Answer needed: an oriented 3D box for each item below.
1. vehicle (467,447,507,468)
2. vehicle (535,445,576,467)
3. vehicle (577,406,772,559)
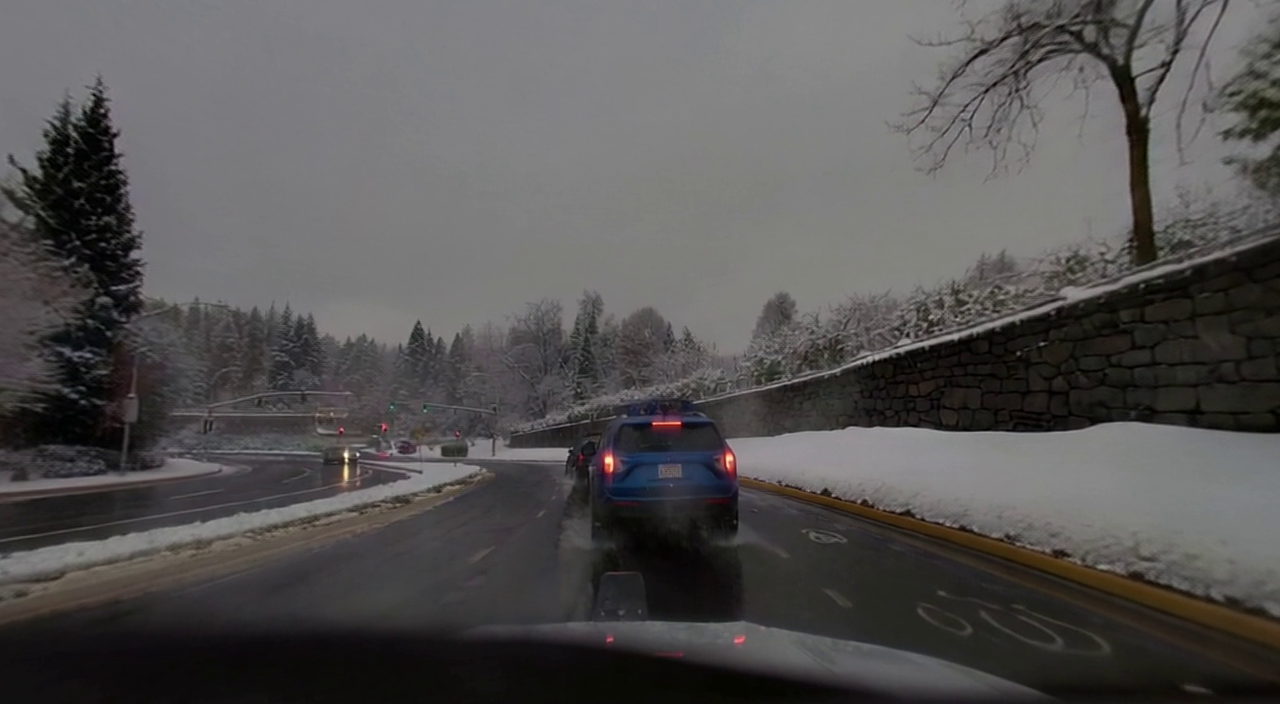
[{"bbox_3d":[-11.284,7.705,46.325,2.023,1.474,4.286,4,-9,-24],"label":"vehicle"},{"bbox_3d":[-6.295,7.618,46.489,1.932,1.488,4.578,3,-9,-21],"label":"vehicle"},{"bbox_3d":[0.267,1.842,9.626,2.287,1.762,4.269,1,-8,-4],"label":"vehicle"}]
